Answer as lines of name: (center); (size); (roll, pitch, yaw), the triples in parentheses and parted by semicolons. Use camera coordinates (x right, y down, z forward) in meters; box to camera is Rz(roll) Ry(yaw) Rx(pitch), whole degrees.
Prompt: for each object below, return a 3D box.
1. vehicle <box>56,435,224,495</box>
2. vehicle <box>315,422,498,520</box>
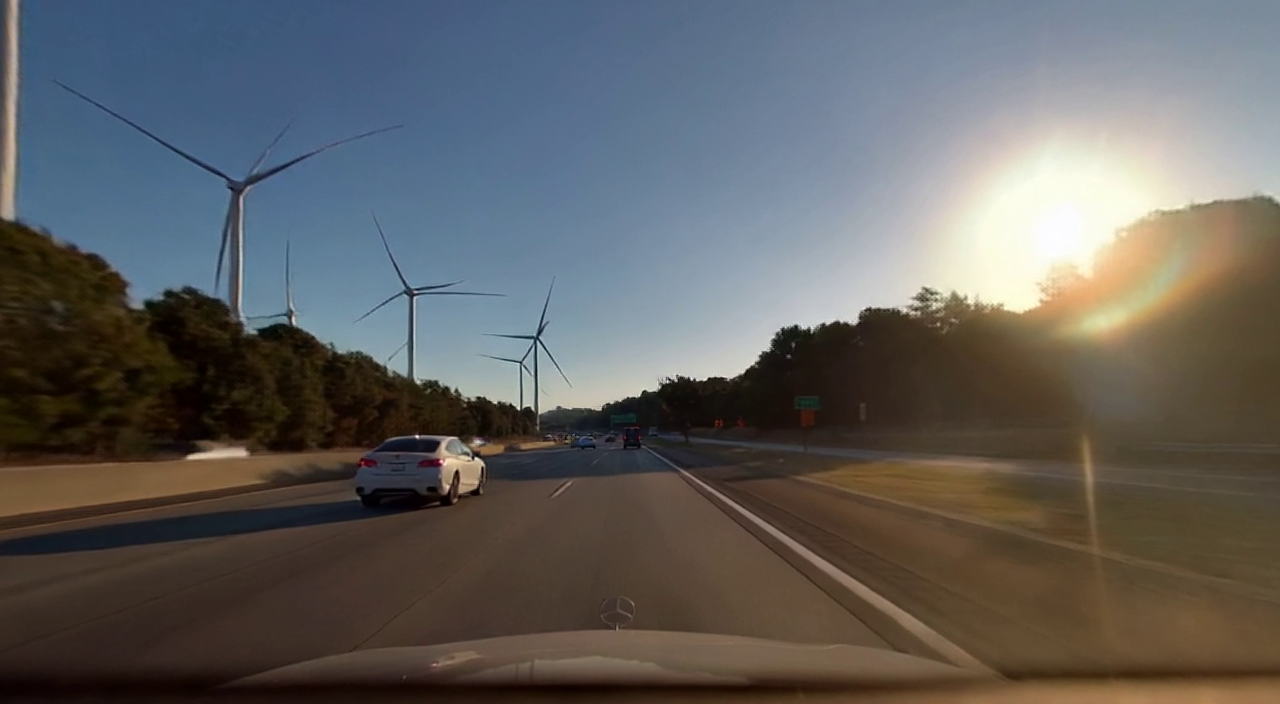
vehicle: (-16.052, 3.610, 20.598); (2.025, 1.739, 4.216); (0, -8, -1)
vehicle: (-4.110, 2.129, 11.877); (1.950, 1.511, 3.965); (0, -8, -1)
